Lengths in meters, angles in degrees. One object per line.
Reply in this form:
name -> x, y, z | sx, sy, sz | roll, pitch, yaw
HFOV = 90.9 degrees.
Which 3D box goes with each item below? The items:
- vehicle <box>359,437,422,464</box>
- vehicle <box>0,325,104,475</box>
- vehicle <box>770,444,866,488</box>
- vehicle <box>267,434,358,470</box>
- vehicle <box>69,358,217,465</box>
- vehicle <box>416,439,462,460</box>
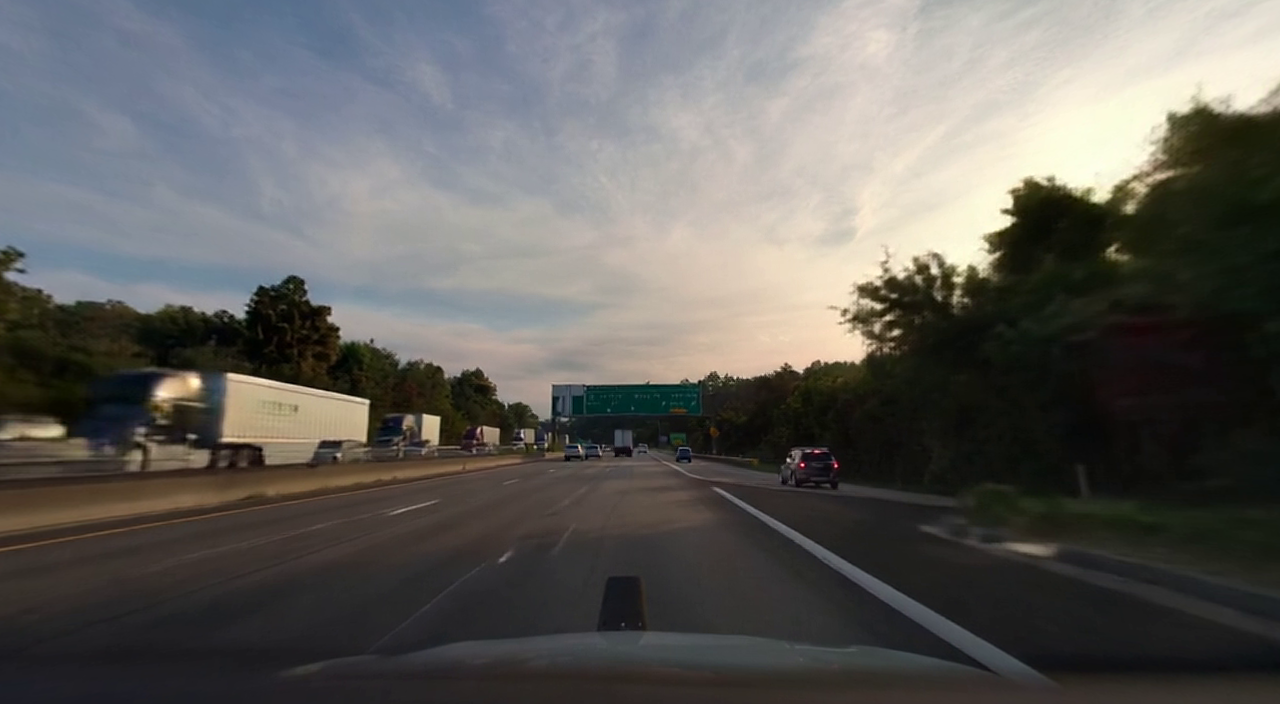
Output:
vehicle -> -14.666, 5.842, 37.318 | 1.935, 1.462, 4.396 | 0, -9, -1
vehicle -> -18.619, 0.655, 12.891 | 2.787, 3.985, 14.192 | 0, -9, 0
vehicle -> 7.572, 4.881, 27.325 | 2.080, 1.725, 4.252 | 2, -9, -14
vehicle -> -14.266, 4.390, 27.733 | 1.873, 1.432, 3.960 | 0, -9, -1
vehicle -> -18.651, 2.311, 23.907 | 2.989, 3.823, 2.790 | 0, -9, -1
vehicle -> -14.228, 6.950, 44.904 | 1.879, 1.444, 4.337 | 0, -9, -1
